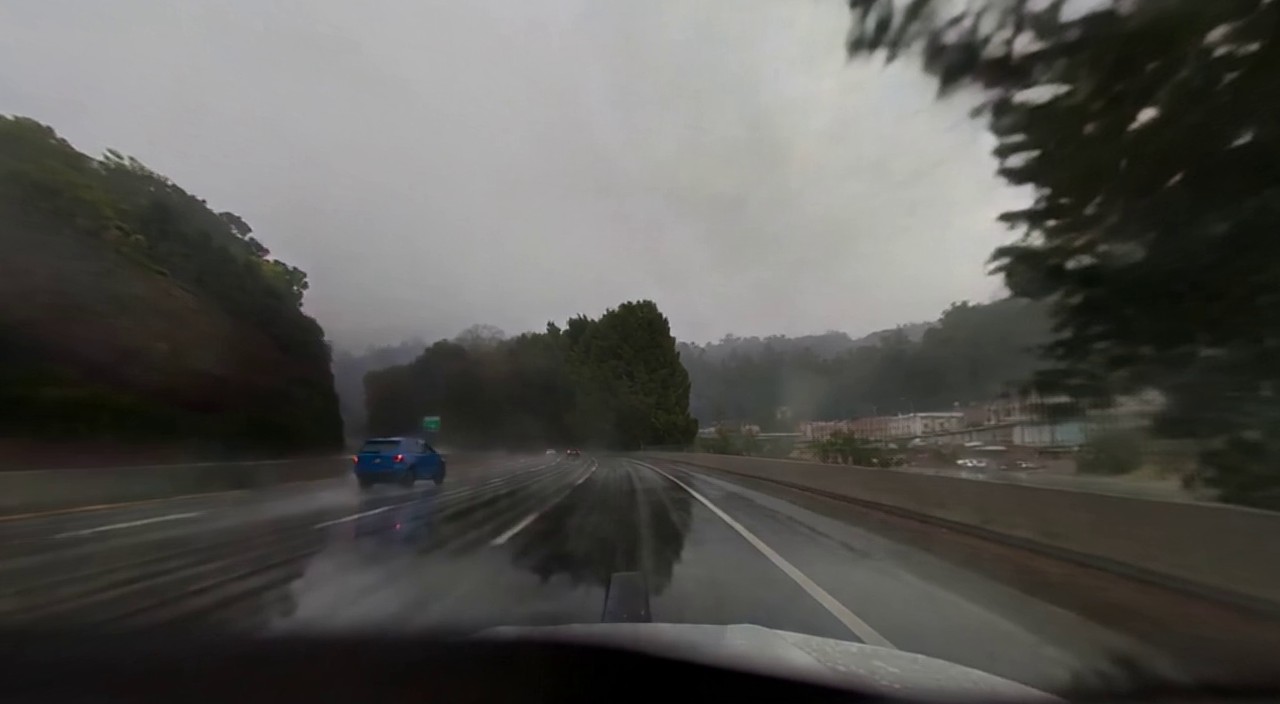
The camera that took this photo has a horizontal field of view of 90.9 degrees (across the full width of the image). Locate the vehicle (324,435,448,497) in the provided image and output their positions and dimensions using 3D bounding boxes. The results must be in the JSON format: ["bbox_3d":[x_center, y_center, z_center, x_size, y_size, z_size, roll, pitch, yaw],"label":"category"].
[{"bbox_3d":[-7.727,3.488,19.758,2.046,1.712,4.533,0,-8,-1],"label":"vehicle"}]
